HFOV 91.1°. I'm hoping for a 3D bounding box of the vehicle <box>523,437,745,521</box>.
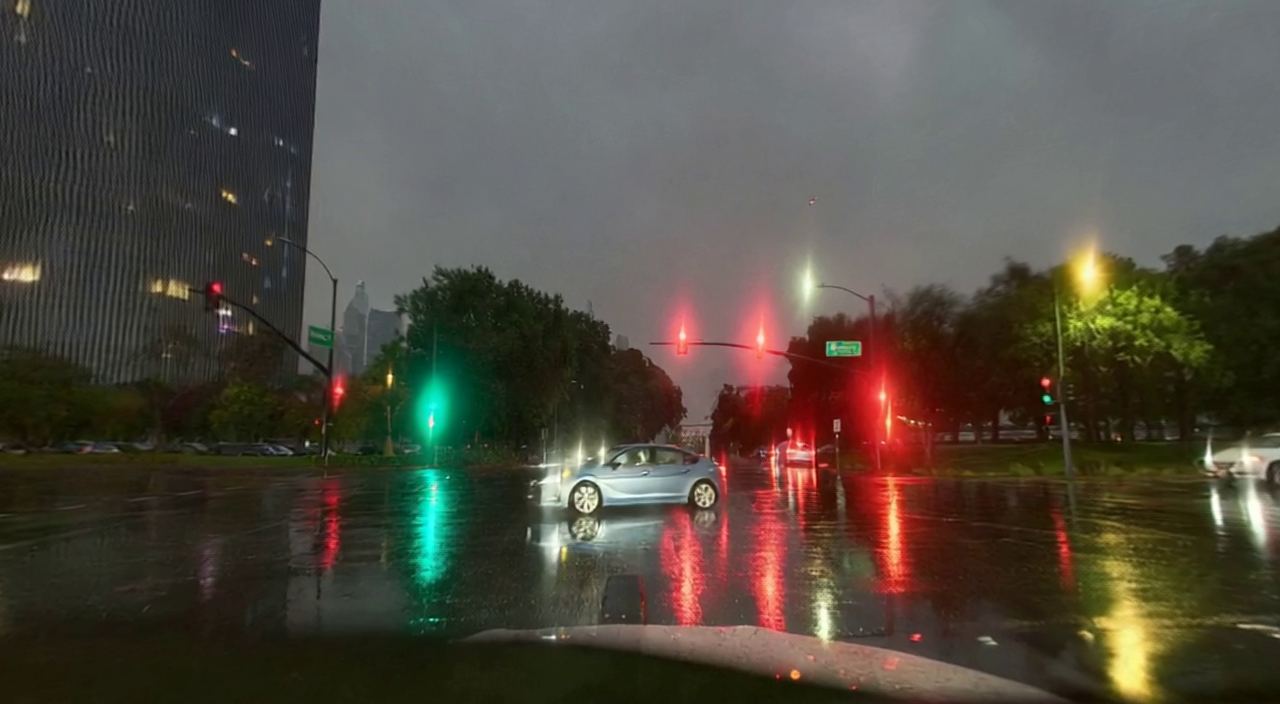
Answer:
[{"bbox_3d":[0.039,2.656,13.727,4.802,1.491,1.924,8,-12,-43],"label":"vehicle"}]
